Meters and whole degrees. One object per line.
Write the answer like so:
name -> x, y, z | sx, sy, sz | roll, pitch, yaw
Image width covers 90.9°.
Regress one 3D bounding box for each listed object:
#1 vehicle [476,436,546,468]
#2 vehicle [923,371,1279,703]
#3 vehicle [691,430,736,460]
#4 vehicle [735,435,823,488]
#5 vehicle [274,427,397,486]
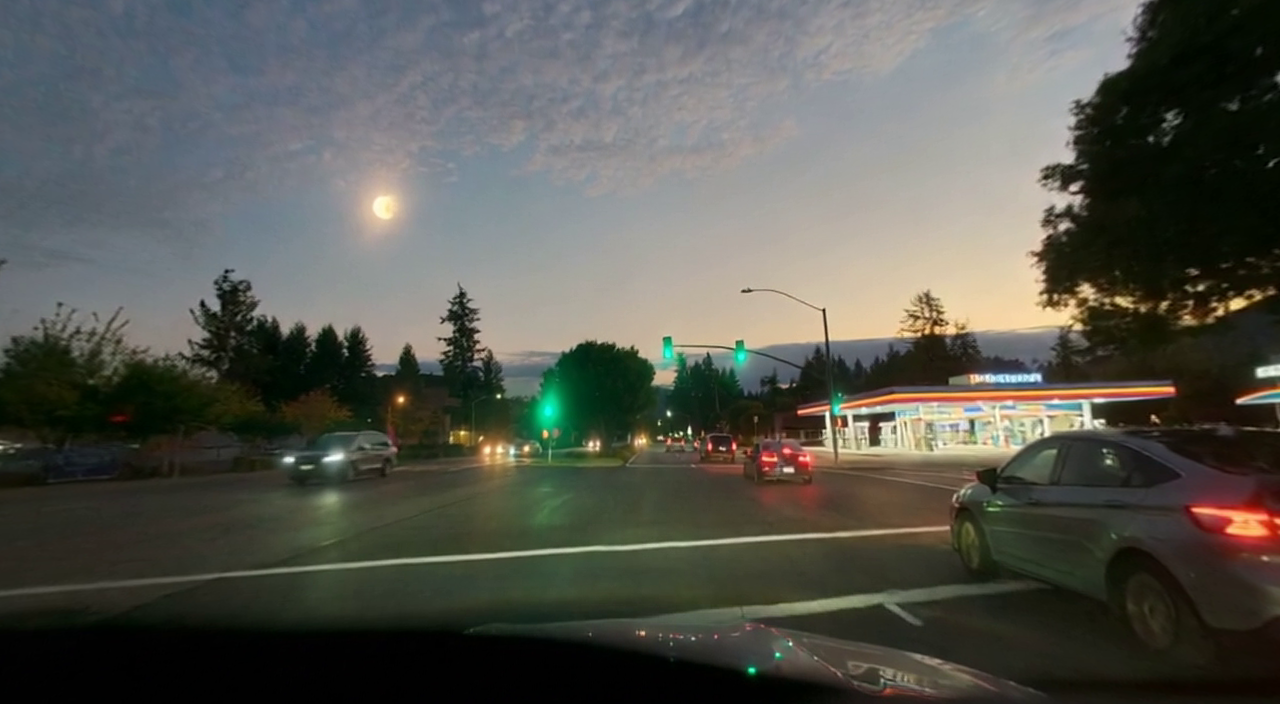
vehicle -> -7.365, 5.742, 36.572 | 2.842, 1.476, 4.980 | -3, -6, 2
vehicle -> 3.823, 1.085, 3.961 | 1.875, 1.665, 4.931 | 0, -8, 1
vehicle -> 5.109, 6.524, 44.536 | 2.611, 1.983, 5.165 | 0, -8, 1
vehicle -> 4.201, 3.359, 19.755 | 1.871, 1.442, 4.122 | 0, -8, 1
vehicle -> -10.841, 3.730, 22.913 | 2.416, 1.903, 4.339 | 0, -8, -3
